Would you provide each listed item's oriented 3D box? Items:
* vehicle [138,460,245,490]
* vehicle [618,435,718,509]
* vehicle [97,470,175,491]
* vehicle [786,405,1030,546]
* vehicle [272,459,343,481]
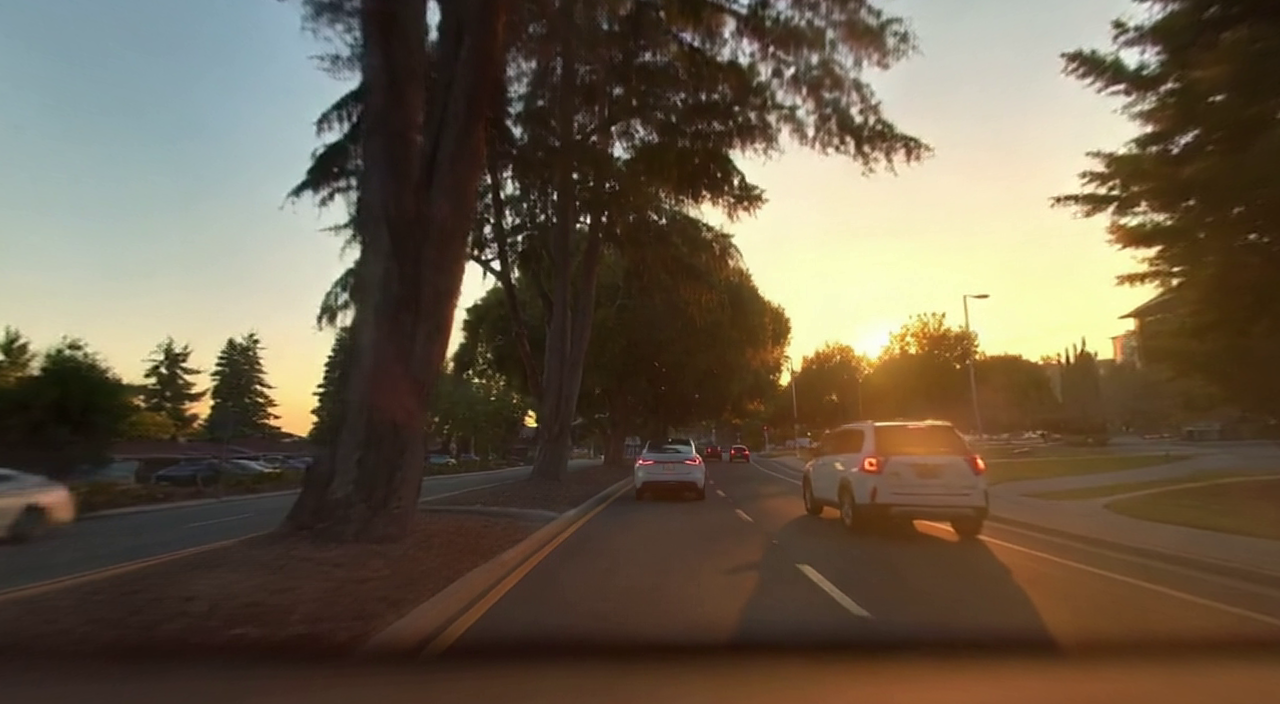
[{"bbox_3d":[-26.747,7.330,37.695,4.951,1.618,1.952,-1,-8,4],"label":"vehicle"},{"bbox_3d":[0.717,2.899,15.735,2.154,1.585,3.997,-1,-8,3],"label":"vehicle"},{"bbox_3d":[-38.509,9.819,48.224,4.412,1.435,1.926,-1,-8,5],"label":"vehicle"},{"bbox_3d":[4.119,1.996,10.960,1.953,1.818,5.299,-1,-8,1],"label":"vehicle"},{"bbox_3d":[-25.472,9.029,48.351,4.434,1.582,1.946,-2,-8,11],"label":"vehicle"}]
